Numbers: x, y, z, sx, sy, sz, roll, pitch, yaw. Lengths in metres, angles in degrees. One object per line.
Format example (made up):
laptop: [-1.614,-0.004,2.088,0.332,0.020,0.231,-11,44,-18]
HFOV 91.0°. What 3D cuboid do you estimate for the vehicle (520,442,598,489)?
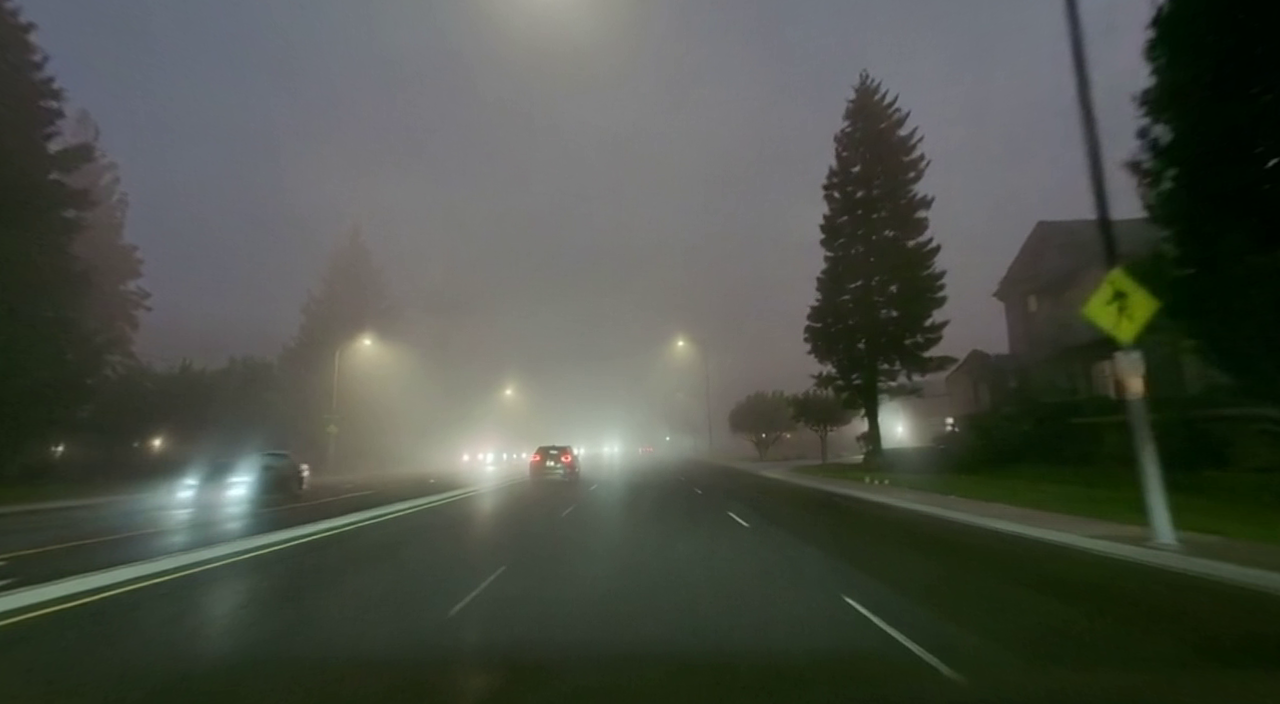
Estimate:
vehicle: [-2.803,4.058,22.902,2.106,1.517,4.375,-1,-9,2]

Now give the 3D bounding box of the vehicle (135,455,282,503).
vehicle: [-15.433,4.526,22.888,1.948,1.492,4.536,-1,-9,3]
